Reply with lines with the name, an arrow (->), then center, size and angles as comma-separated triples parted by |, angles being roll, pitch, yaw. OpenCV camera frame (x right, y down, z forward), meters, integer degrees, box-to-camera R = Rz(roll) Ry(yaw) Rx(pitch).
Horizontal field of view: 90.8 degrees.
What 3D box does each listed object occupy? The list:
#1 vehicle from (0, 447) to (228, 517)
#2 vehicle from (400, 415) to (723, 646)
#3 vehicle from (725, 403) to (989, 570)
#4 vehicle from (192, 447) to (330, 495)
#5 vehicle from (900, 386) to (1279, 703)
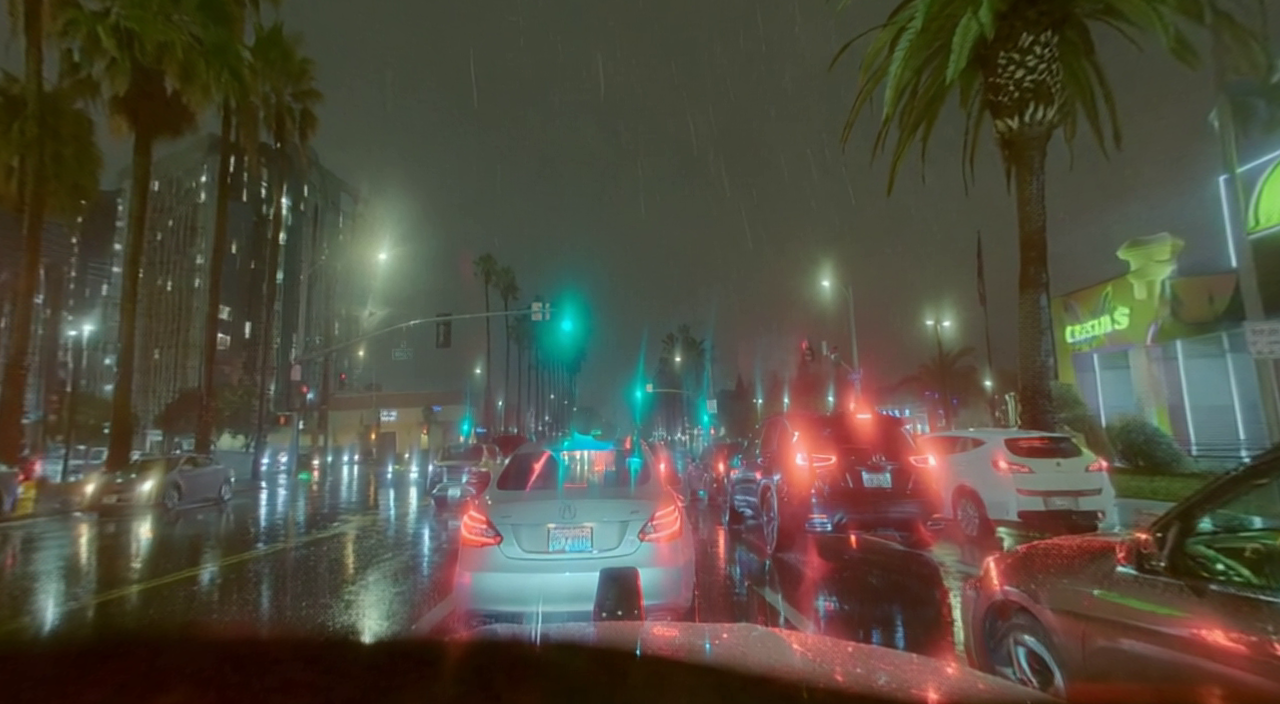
vehicle -> -12.855, 3.142, 15.920 | 1.870, 1.475, 4.531 | 0, -9, 0
vehicle -> -0.519, 1.471, 6.225 | 2.096, 1.492, 4.071 | 0, -9, 0
vehicle -> 2.636, 1.776, 9.069 | 2.096, 1.775, 4.440 | 0, -9, -2
vehicle -> -12.859, 4.029, 21.880 | 1.856, 1.455, 4.700 | 0, -9, 0
vehicle -> 2.622, 0.813, 1.477 | 2.085, 1.469, 4.458 | 0, -9, -1
